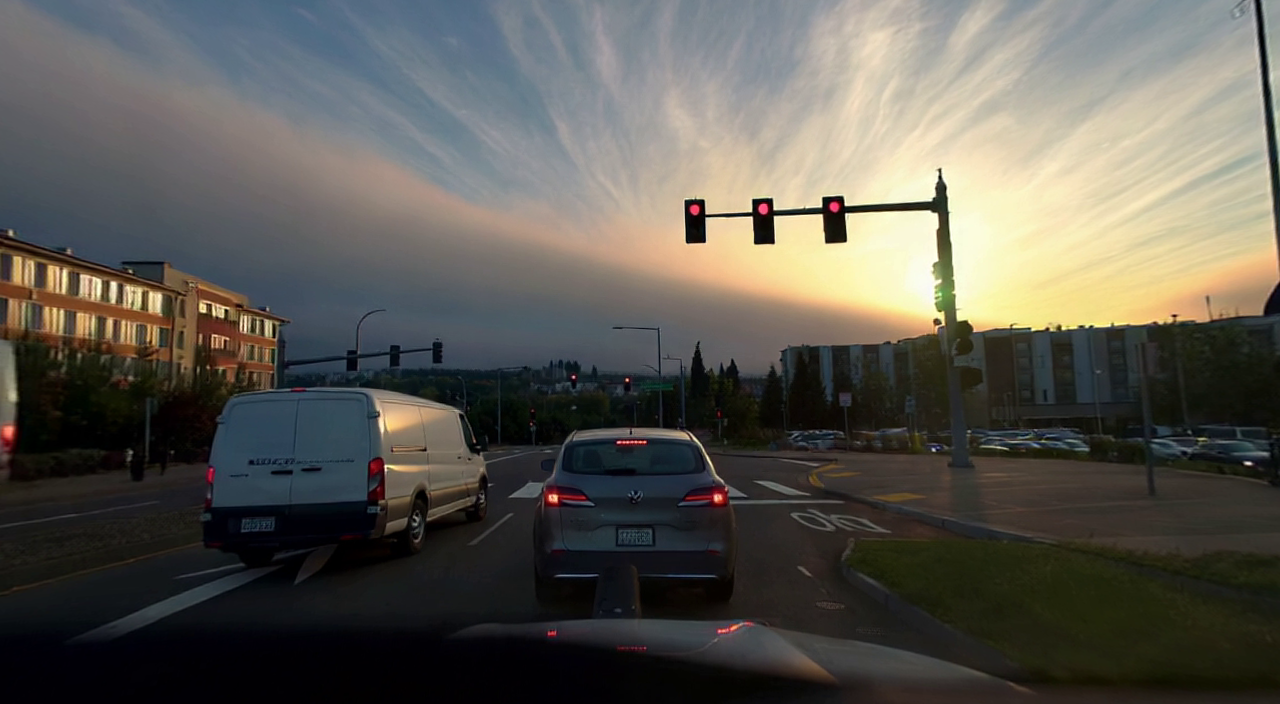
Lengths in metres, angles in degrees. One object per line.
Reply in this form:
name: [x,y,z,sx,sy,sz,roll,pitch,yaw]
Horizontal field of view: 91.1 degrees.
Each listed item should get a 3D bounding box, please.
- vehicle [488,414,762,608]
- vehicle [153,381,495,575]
vehicle: [-0.118,1.467,6.775,2.064,1.452,3.942,0,-8,0]
vehicle: [-3.585,1.528,8.567,2.076,1.820,5.100,0,-8,-1]
